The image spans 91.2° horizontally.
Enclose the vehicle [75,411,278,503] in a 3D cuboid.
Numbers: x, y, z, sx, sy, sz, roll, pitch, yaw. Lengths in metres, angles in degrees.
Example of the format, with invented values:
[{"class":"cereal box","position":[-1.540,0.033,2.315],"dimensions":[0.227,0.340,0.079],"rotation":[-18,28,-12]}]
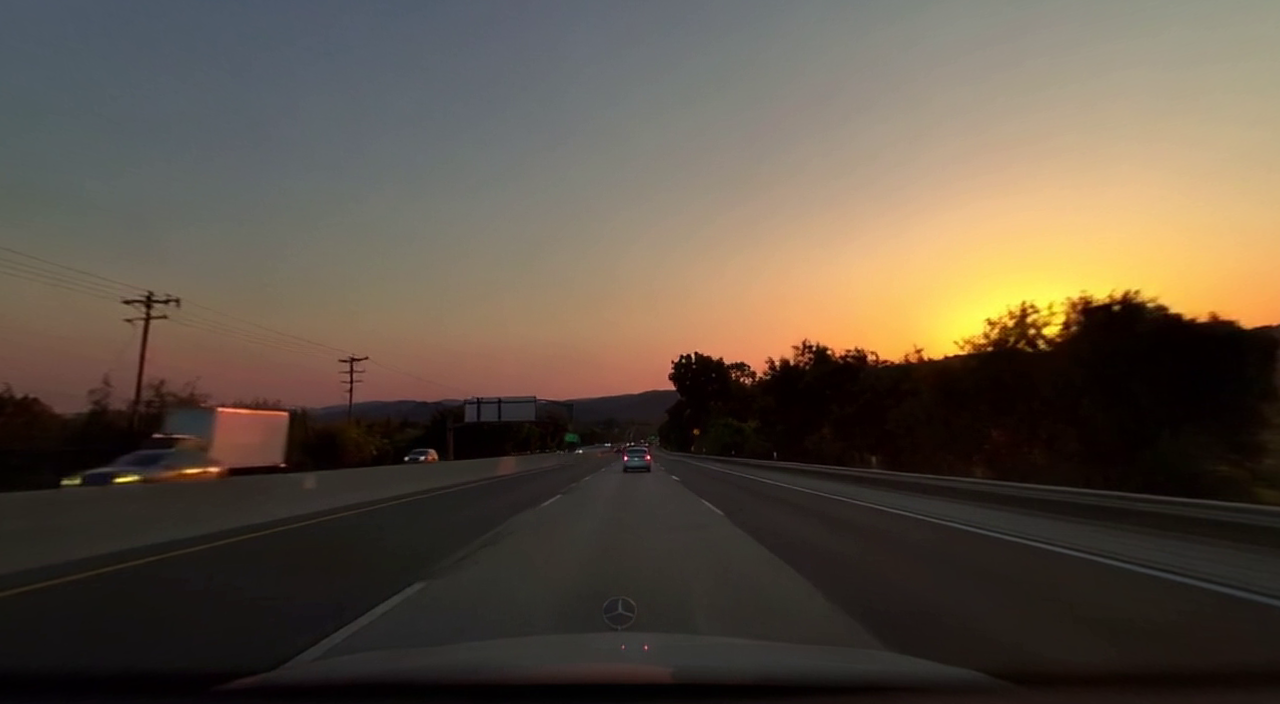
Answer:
[{"class":"vehicle","position":[-17.209,3.972,23.992],"dimensions":[2.645,3.018,6.446],"rotation":[-1,-9,1]}]

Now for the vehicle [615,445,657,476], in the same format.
[{"class":"vehicle","position":[-0.227,5.785,33.612],"dimensions":[2.095,1.537,4.017],"rotation":[0,-9,-1]}]

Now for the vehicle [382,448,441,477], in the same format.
[{"class":"vehicle","position":[-13.919,6.725,38.482],"dimensions":[1.999,1.634,4.232],"rotation":[0,-9,0]}]

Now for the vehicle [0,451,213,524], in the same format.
[{"class":"vehicle","position":[-12.757,3.191,15.313],"dimensions":[1.903,1.495,3.908],"rotation":[0,-9,-1]}]
